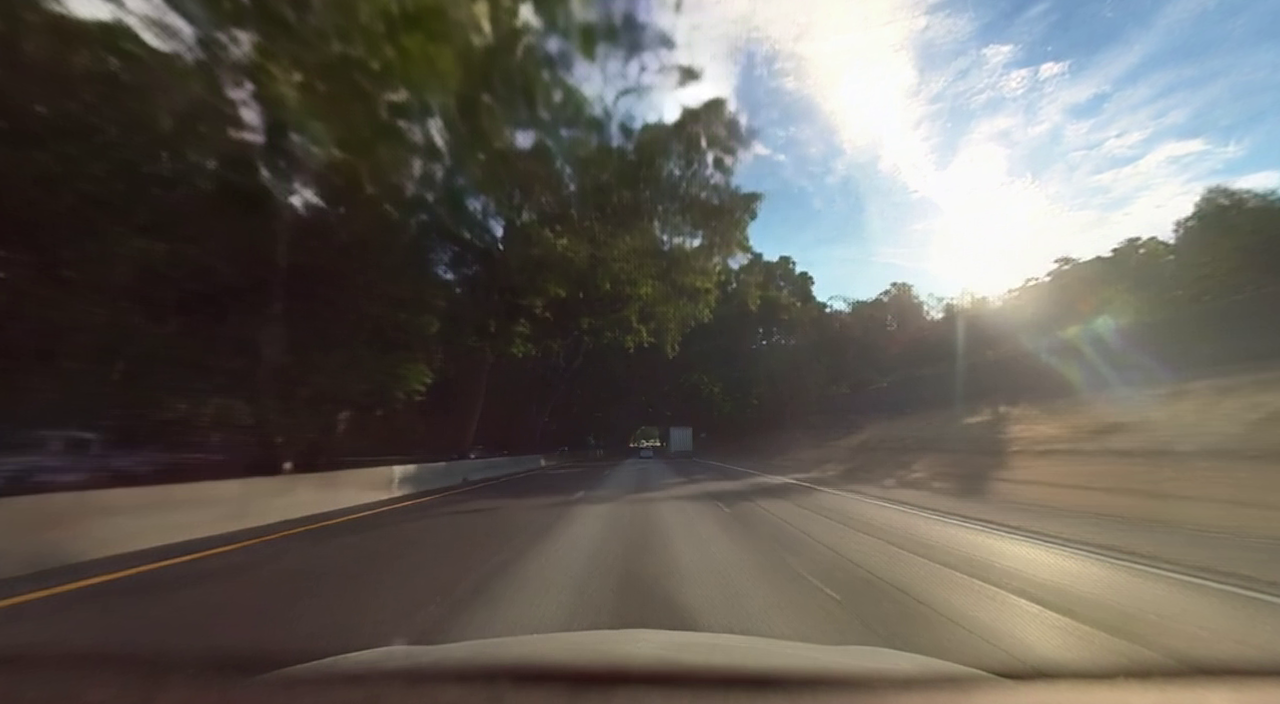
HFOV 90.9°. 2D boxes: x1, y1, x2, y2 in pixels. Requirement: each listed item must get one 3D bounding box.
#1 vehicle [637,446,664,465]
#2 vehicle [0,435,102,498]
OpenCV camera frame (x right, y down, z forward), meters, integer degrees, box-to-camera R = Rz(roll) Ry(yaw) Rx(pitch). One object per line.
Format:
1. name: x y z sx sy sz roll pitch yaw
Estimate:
1. vehicle: 0.791 7.985 48.687 2.023 1.434 4.236 0 -9 1
2. vehicle: -18.933 3.389 18.730 1.996 1.731 4.281 0 -9 0
